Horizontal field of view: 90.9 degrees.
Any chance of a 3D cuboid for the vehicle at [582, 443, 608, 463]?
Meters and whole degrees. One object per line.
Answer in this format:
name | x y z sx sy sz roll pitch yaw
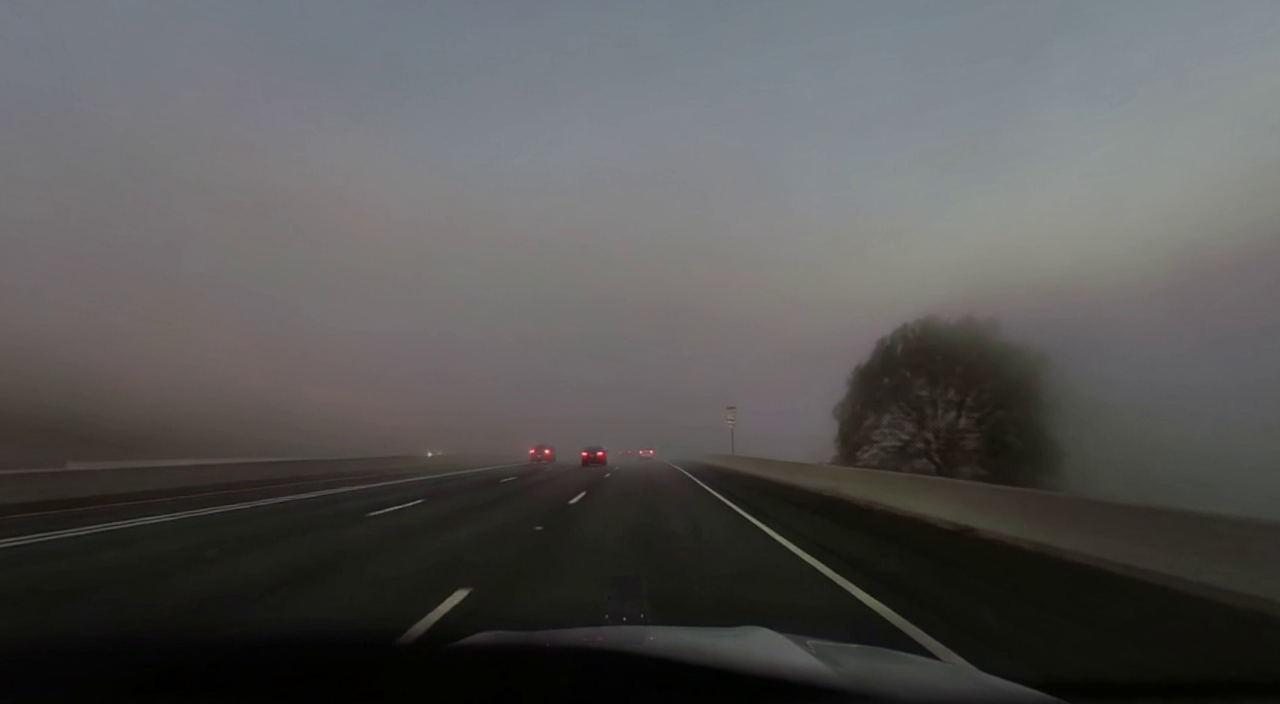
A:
vehicle | -3.491 7.920 49.550 1.786 1.488 4.023 0 -8 0
